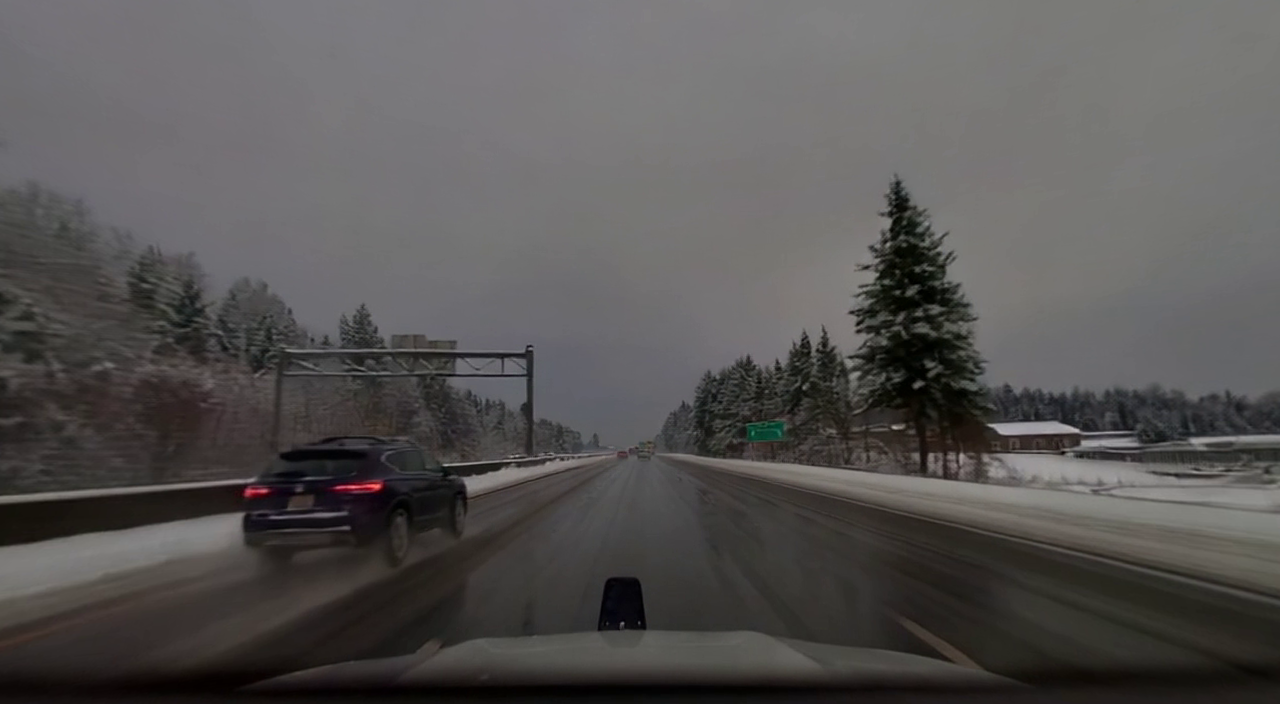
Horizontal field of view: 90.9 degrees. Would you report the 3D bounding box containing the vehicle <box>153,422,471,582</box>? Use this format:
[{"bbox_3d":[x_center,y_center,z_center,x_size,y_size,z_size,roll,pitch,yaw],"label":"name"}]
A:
[{"bbox_3d":[-3.780,1.799,8.269,1.965,1.556,3.971,0,-9,1],"label":"vehicle"}]
